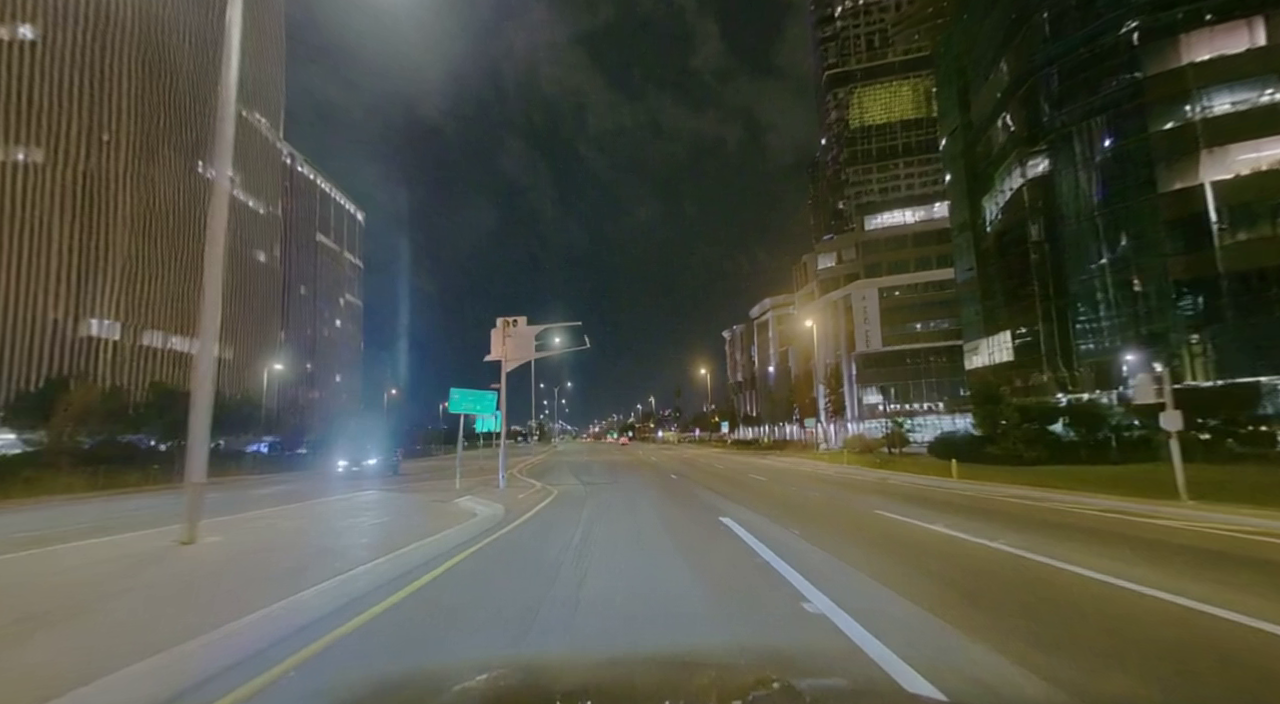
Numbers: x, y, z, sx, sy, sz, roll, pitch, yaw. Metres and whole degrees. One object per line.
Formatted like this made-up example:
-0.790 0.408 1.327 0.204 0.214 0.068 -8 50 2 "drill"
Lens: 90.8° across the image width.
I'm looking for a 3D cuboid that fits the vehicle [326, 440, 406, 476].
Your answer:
-14.435 5.608 33.647 2.105 1.774 4.800 0 -8 0 "vehicle"
